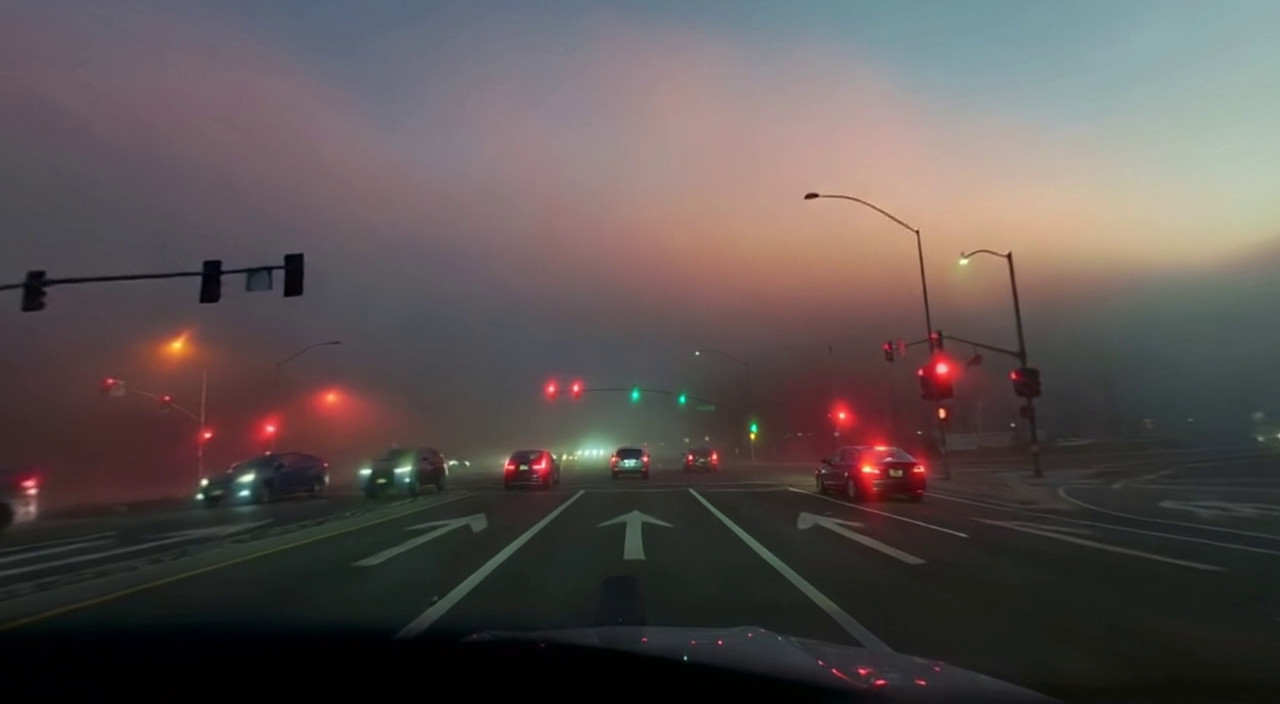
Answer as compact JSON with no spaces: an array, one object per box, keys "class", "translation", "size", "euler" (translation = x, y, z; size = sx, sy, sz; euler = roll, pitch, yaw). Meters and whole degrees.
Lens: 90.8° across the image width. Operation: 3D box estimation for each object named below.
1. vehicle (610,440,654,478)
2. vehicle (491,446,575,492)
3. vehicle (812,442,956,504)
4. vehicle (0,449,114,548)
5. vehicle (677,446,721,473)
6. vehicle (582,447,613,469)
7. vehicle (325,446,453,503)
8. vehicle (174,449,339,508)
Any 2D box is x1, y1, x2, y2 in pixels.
[{"class":"vehicle","translation":[-0.349,5.222,31.048],"size":[2.008,1.716,4.125],"euler":[0,-8,0]},{"class":"vehicle","translation":[-3.702,4.124,22.732],"size":[2.163,1.474,4.413],"euler":[0,-8,2]},{"class":"vehicle","translation":[6.442,3.225,17.355],"size":[2.028,1.451,4.625],"euler":[0,-8,-1]},{"class":"vehicle","translation":[-10.713,2.197,9.358],"size":[1.924,1.479,4.508],"euler":[0,-8,0]},{"class":"vehicle","translation":[3.349,6.210,36.735],"size":[2.014,1.430,4.103],"euler":[0,-8,-2]},{"class":"vehicle","translation":[-3.074,7.756,46.268],"size":[2.002,1.502,4.057],"euler":[0,-8,0]},{"class":"vehicle","translation":[-7.423,3.628,19.279],"size":[2.013,1.488,4.596],"euler":[0,-8,0]},{"class":"vehicle","translation":[-10.955,3.604,18.500],"size":[2.047,1.479,4.228],"euler":[-1,-8,2]}]
